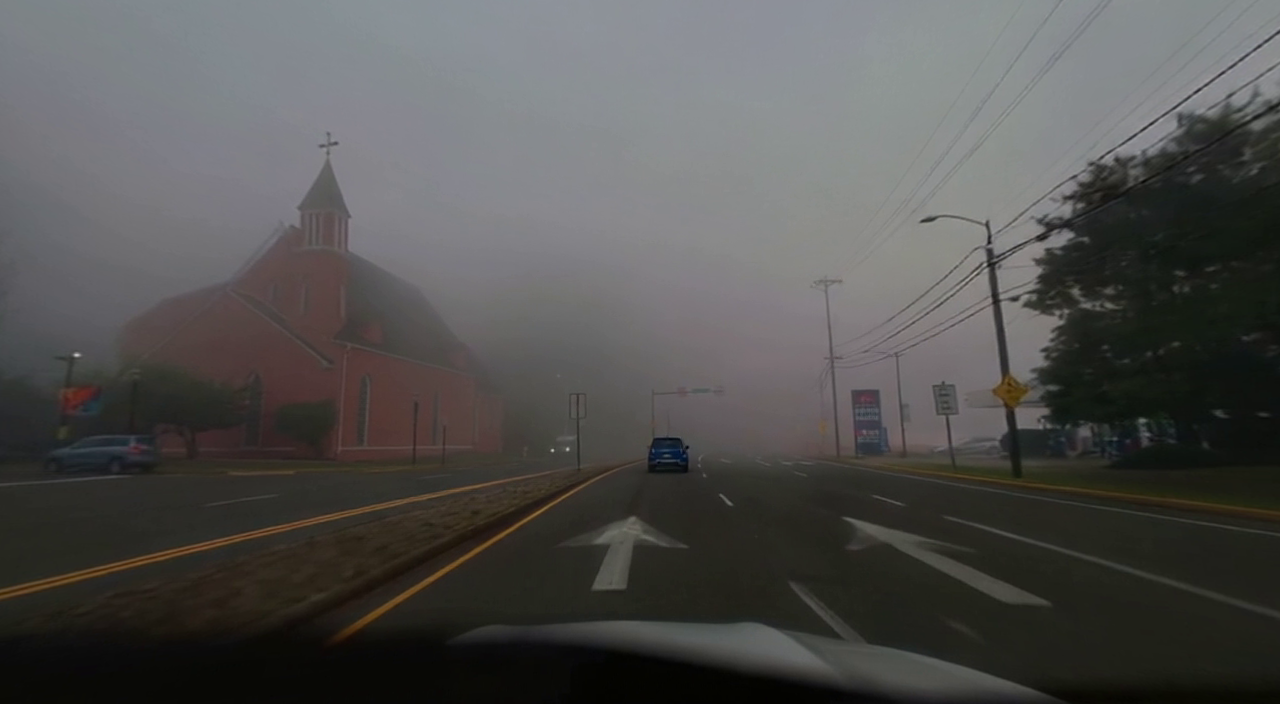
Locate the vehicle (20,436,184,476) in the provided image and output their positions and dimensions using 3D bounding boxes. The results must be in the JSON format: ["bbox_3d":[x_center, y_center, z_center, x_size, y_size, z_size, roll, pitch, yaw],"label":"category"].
[{"bbox_3d":[-21.464,4.141,25.492,4.430,1.493,2.210,3,-9,-19],"label":"vehicle"}]

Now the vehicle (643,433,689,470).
[{"bbox_3d":[1.274,4.689,29.892,2.032,1.621,4.082,-1,-8,4],"label":"vehicle"}]
